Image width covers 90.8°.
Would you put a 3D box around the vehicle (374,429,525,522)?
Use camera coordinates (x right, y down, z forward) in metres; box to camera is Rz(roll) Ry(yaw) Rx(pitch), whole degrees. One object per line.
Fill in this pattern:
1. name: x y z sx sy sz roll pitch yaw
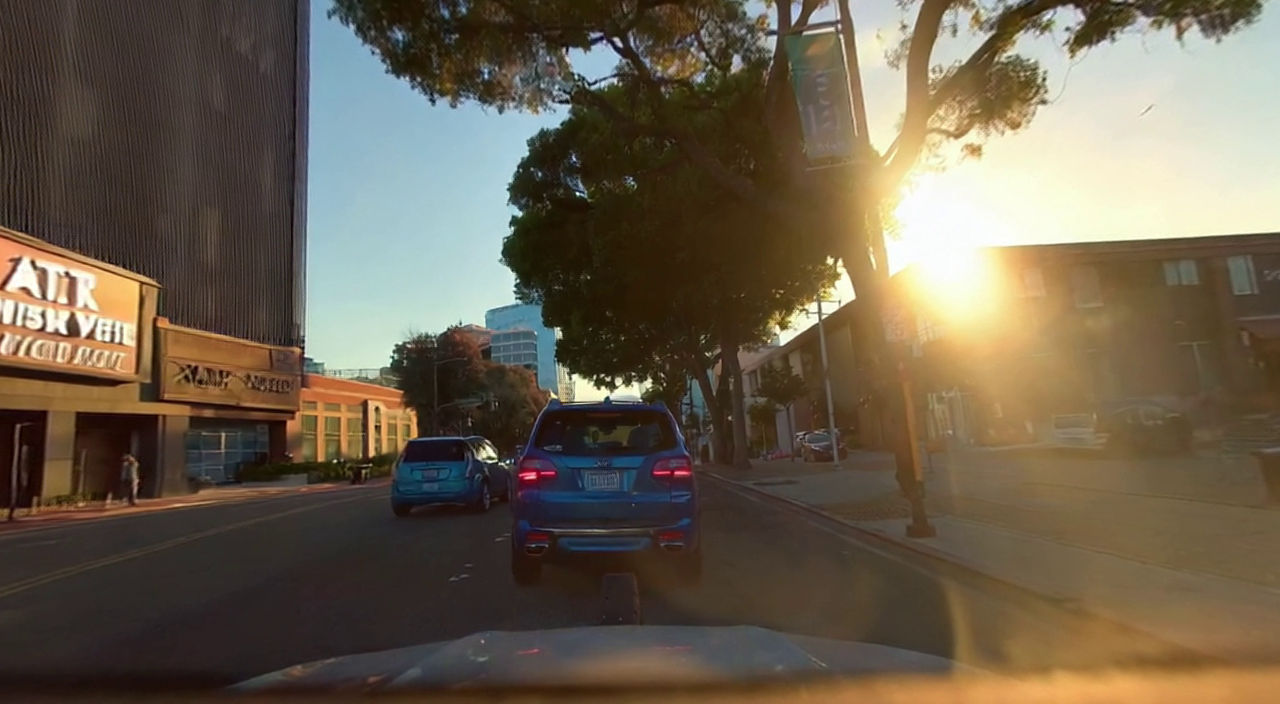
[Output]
1. vehicle: -3.888 2.584 13.828 1.971 1.658 4.428 0 -8 -1

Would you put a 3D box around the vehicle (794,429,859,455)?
1. vehicle: 10.696 5.155 36.119 1.877 1.416 3.965 -8 -11 43

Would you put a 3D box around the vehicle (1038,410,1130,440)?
1. vehicle: 24.458 4.054 34.888 3.826 1.544 1.754 1 -8 -5

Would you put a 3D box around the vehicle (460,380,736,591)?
1. vehicle: -0.456 1.544 8.123 2.531 1.930 4.382 0 -8 -2
